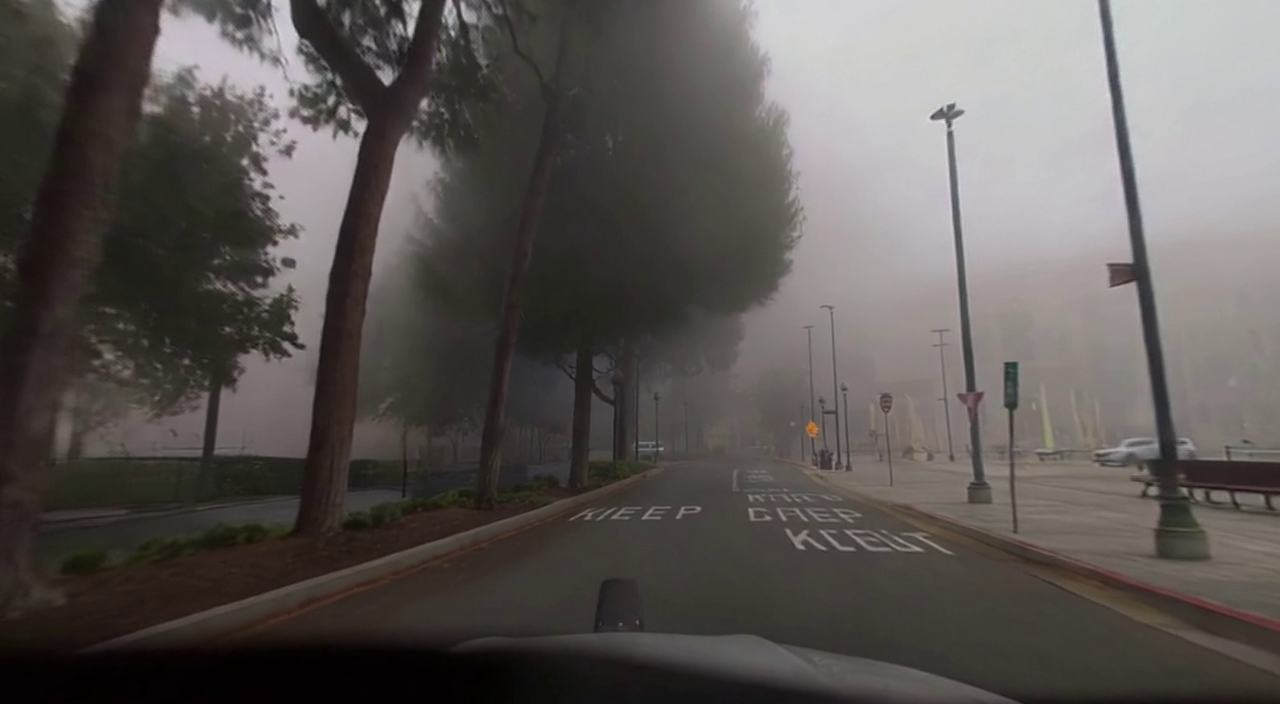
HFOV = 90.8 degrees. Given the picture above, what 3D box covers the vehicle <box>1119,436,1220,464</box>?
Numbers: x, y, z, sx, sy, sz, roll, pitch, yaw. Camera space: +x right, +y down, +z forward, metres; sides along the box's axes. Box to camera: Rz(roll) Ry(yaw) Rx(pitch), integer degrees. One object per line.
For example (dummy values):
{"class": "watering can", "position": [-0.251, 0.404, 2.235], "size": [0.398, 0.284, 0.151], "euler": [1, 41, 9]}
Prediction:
{"class": "vehicle", "position": [38.733, 7.196, 46.343], "size": [5.090, 1.925, 2.103], "euler": [-2, -9, 11]}
